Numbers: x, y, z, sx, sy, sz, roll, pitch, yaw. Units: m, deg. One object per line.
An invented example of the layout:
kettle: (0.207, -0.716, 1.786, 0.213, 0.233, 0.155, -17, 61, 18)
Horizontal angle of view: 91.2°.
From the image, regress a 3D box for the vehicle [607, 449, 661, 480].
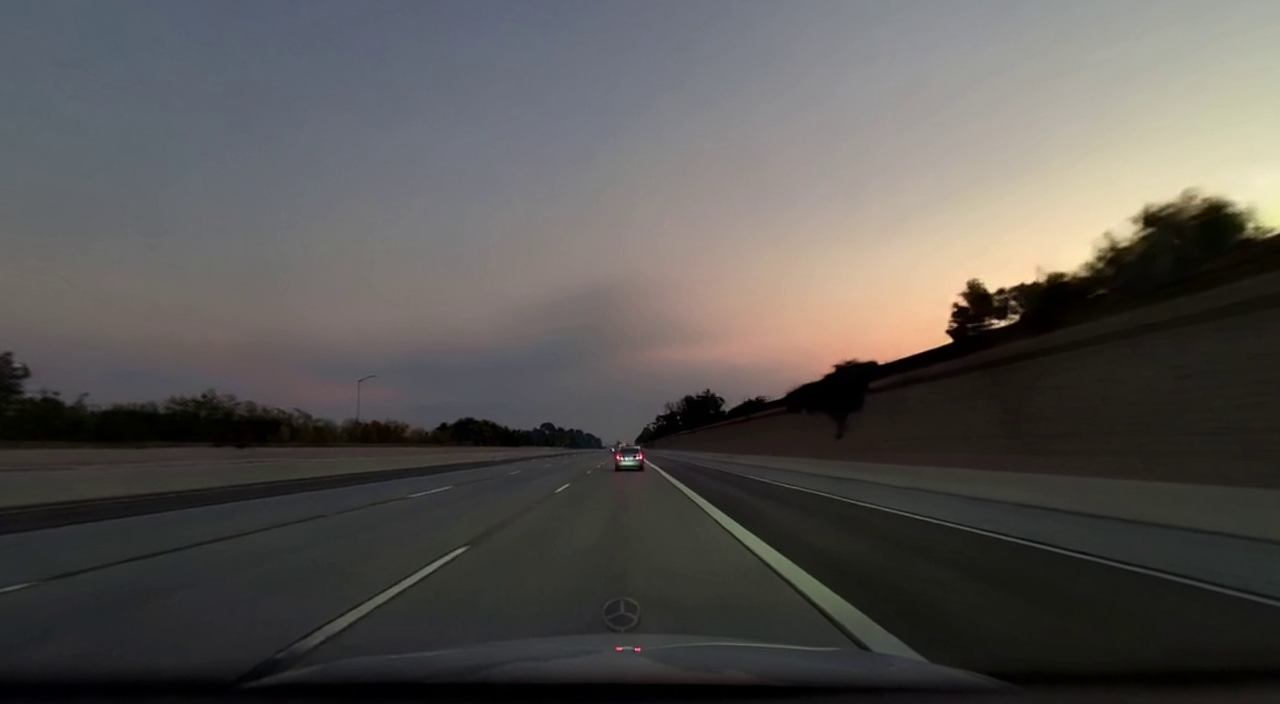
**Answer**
vehicle: (-0.335, 5.412, 30.546, 2.398, 1.336, 5.698, 0, -9, -1)
